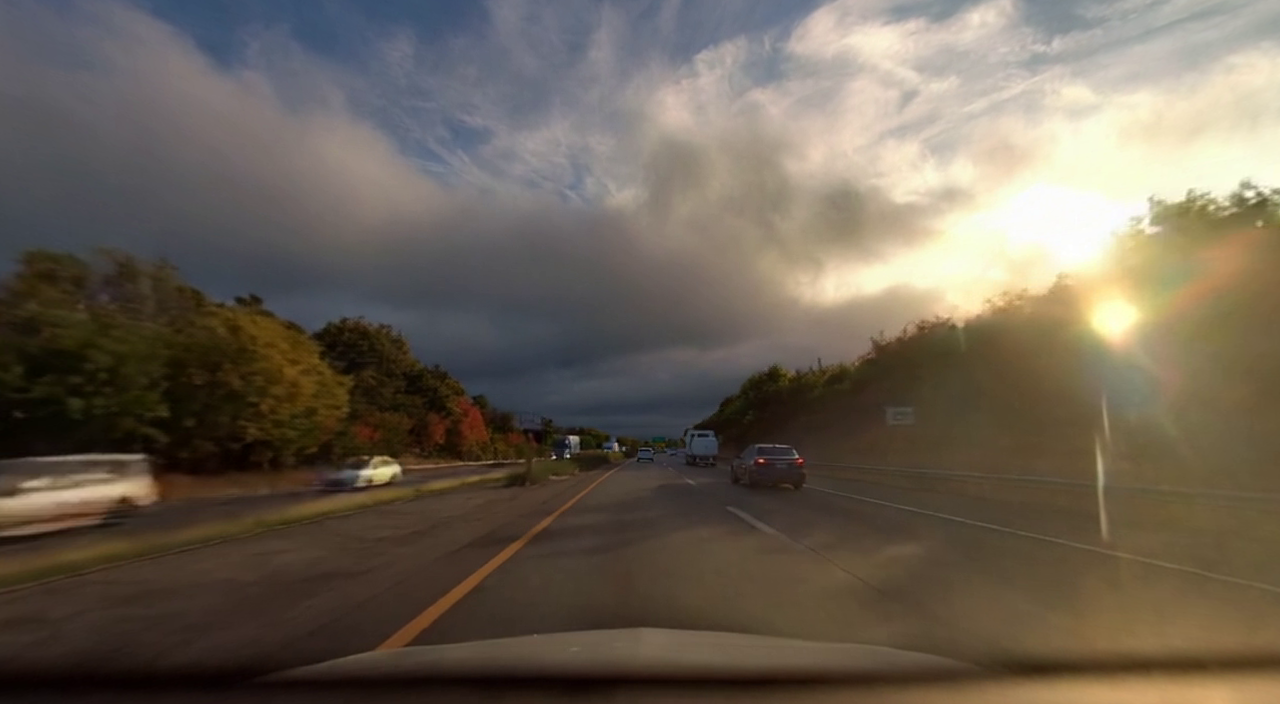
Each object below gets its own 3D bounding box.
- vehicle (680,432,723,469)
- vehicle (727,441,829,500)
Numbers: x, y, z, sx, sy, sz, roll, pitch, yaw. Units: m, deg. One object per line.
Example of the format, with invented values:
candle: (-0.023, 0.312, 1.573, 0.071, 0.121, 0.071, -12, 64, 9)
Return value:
vehicle: (4.383, 7.171, 45.872, 2.423, 2.517, 5.055, 0, -9, -2)
vehicle: (3.945, 3.442, 18.735, 2.043, 1.542, 3.881, 0, -9, -1)
